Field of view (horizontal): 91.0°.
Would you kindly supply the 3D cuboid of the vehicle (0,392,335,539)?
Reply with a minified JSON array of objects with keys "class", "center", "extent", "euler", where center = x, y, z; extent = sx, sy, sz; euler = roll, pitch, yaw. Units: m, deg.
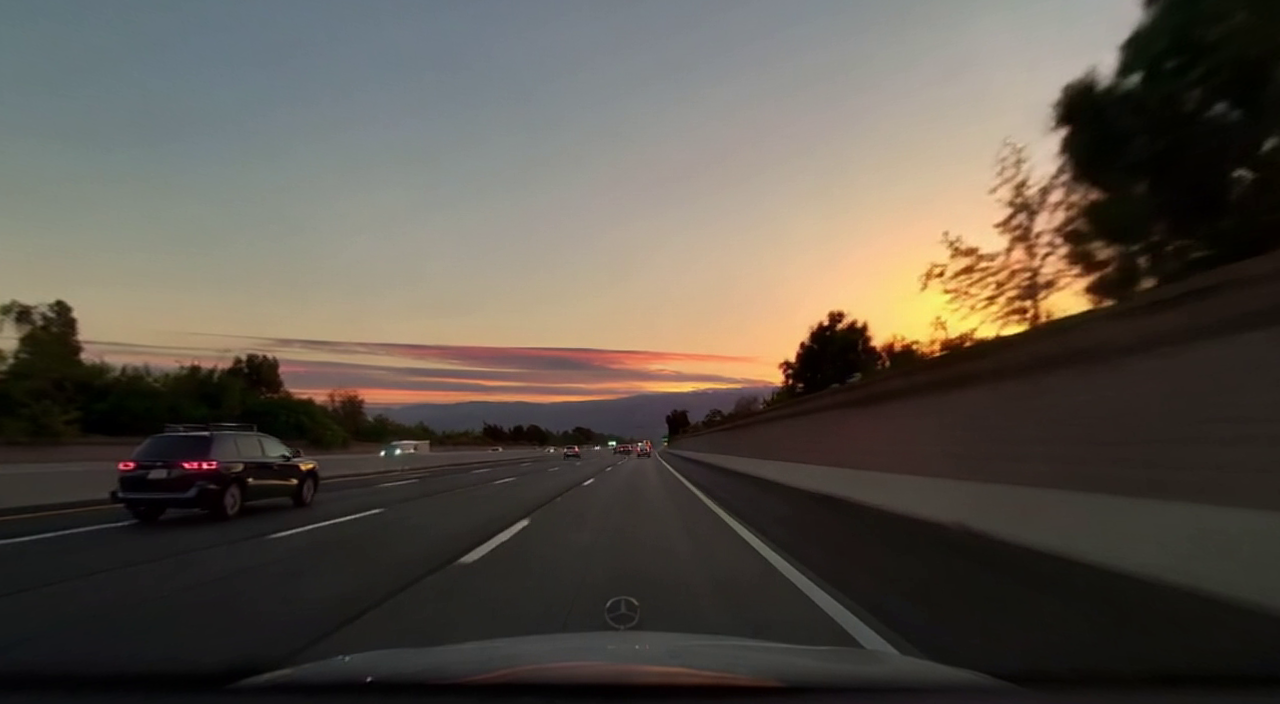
[{"class":"vehicle","center":[-7.679,1.892,10.971],"extent":[2.163,1.947,4.959],"euler":[0,-9,0]}]
